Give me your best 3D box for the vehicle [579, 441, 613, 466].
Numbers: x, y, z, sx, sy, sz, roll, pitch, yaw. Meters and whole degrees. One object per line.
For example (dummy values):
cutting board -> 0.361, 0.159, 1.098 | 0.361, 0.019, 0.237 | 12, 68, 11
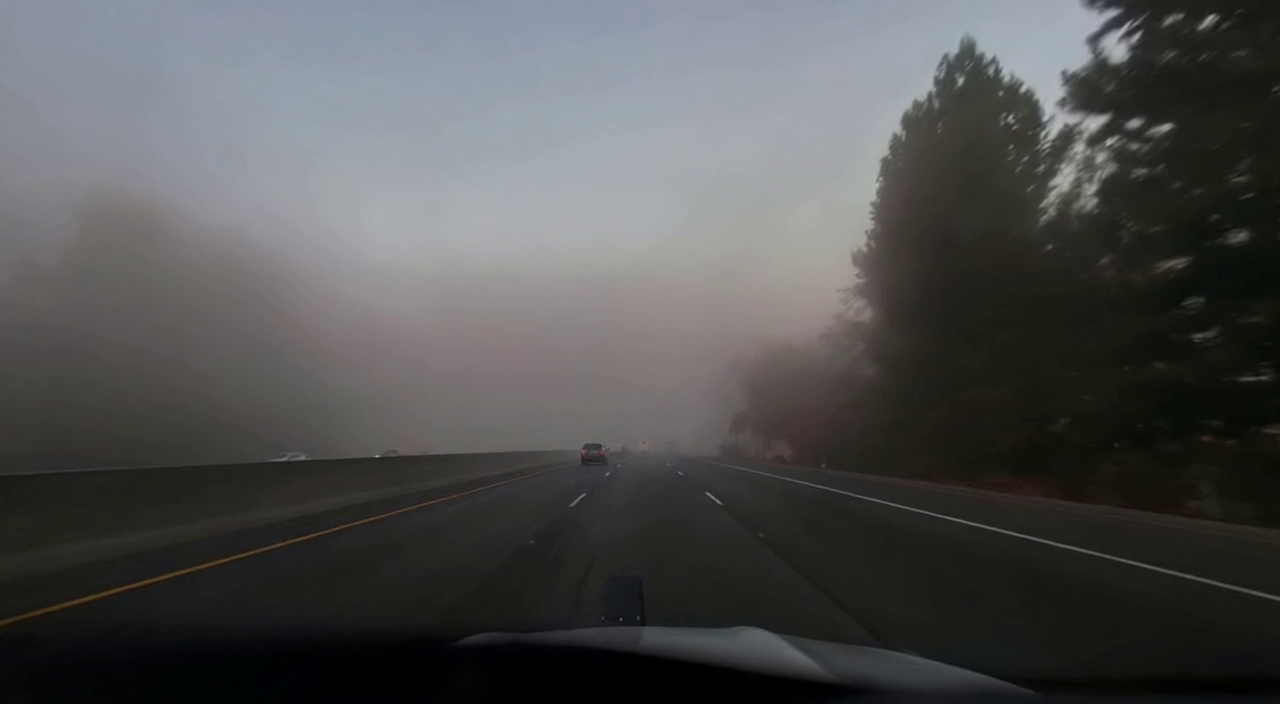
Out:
vehicle -> -3.201, 7.512, 46.770 | 2.166, 1.723, 4.267 | 0, -9, 1
